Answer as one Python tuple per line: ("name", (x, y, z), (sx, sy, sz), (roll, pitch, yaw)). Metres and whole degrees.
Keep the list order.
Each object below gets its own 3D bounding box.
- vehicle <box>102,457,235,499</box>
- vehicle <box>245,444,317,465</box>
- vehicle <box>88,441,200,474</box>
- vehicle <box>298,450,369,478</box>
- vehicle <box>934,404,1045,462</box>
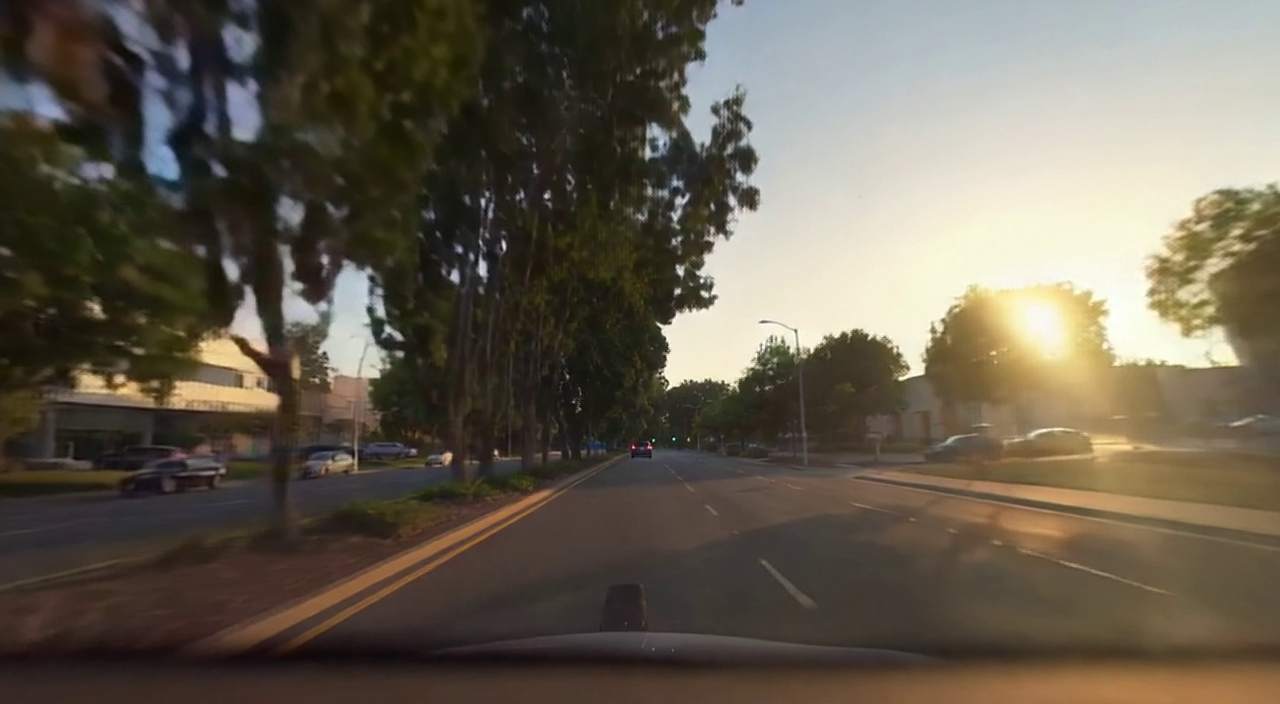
("vehicle", (-18.819, 5.025, 25.489), (1.806, 1.454, 4.599), (0, -8, 1))
("vehicle", (-27.623, 7.903, 48.615), (4.336, 1.560, 1.980), (0, -8, 0))
("vehicle", (-26.437, 5.625, 33.693), (4.314, 1.680, 1.822), (1, -8, -3))
("vehicle", (-18.914, 6.908, 39.164), (1.814, 1.577, 5.024), (0, -8, 1))
("vehicle", (21.991, 5.218, 40.206), (3.006, 3.375, 6.598), (0, -8, -2))
